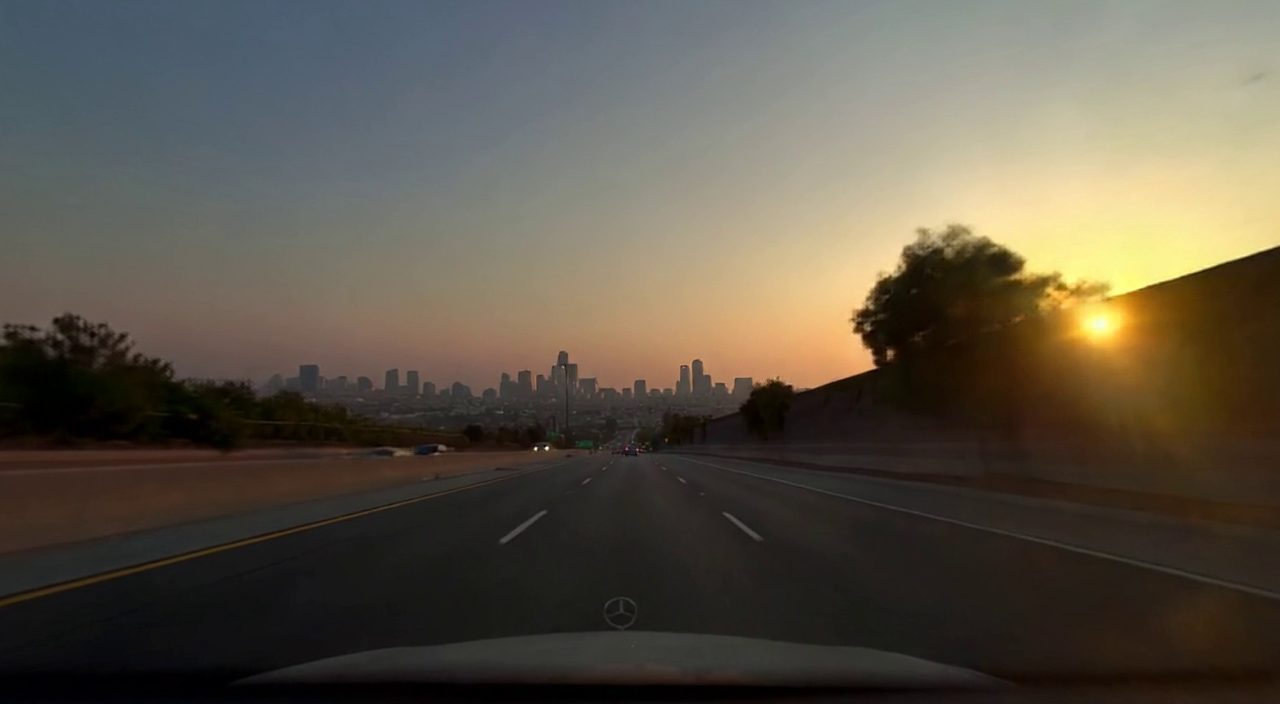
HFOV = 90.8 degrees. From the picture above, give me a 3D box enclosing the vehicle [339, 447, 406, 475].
[{"bbox_3d":[-15.541,6.324,36.962,1.854,1.496,4.707,0,-9,0],"label":"vehicle"}]
